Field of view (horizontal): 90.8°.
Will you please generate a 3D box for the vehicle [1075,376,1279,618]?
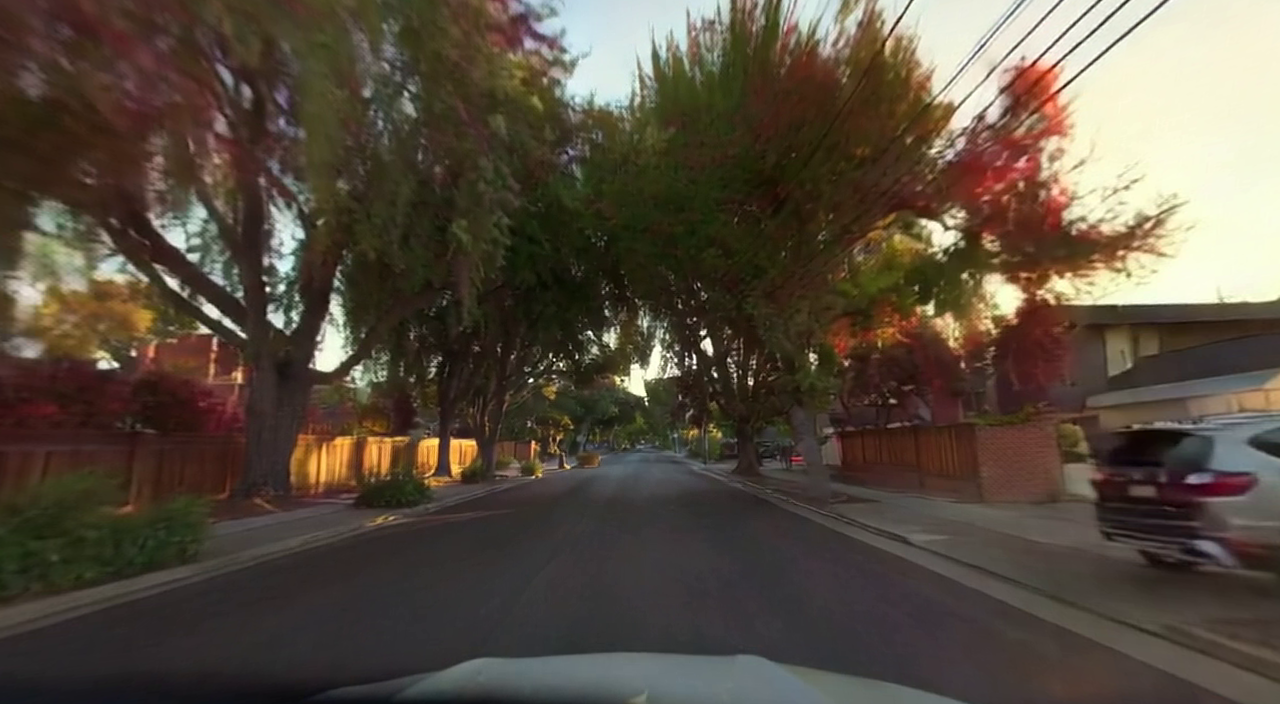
[{"bbox_3d":[7.235,1.243,5.833,4.806,1.851,2.050,0,-9,3],"label":"vehicle"}]
